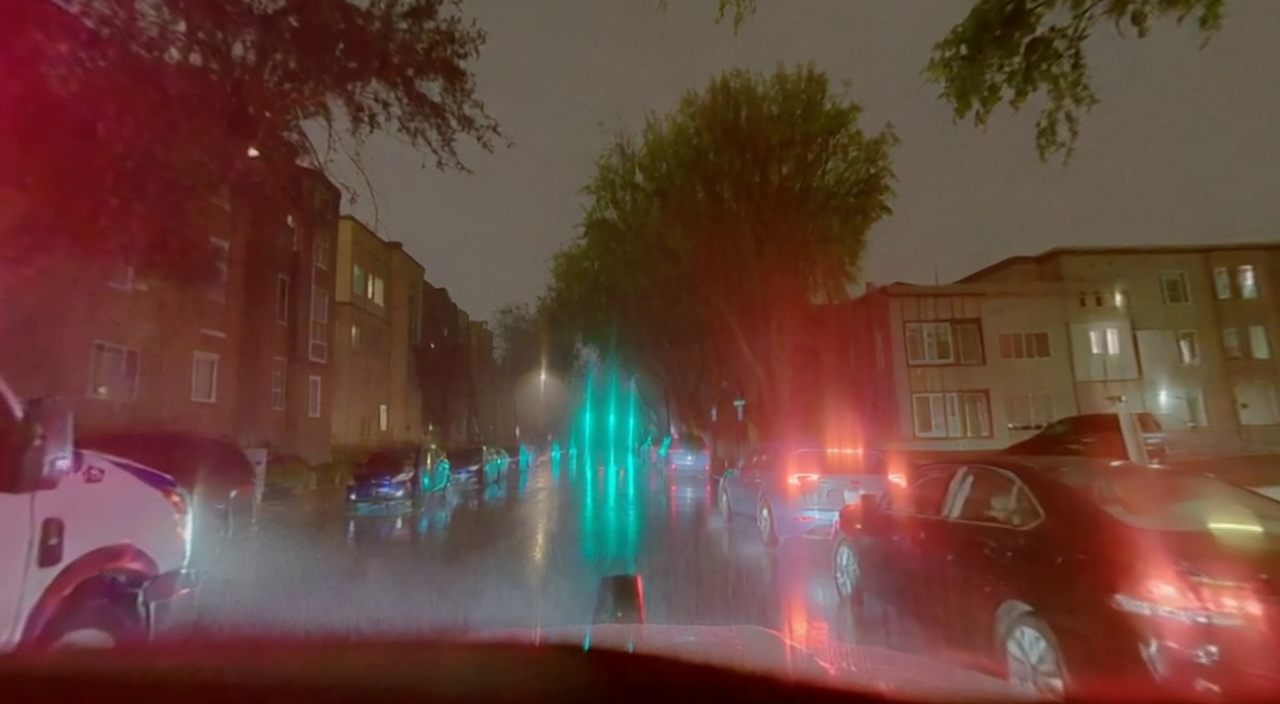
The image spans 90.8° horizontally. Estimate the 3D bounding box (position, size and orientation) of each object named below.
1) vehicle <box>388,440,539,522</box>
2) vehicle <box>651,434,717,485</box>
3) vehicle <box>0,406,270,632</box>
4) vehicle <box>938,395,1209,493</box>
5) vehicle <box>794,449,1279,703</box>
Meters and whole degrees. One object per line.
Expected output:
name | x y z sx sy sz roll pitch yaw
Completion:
vehicle | -3.680 2.749 14.148 1.966 1.515 4.394 0 -8 2
vehicle | 1.501 3.898 23.204 1.878 1.664 4.033 1 -8 -4
vehicle | -6.591 1.636 6.409 2.308 1.877 6.060 -4 -8 -3
vehicle | 9.316 2.037 13.911 4.416 1.784 1.929 -3 -10 -1
vehicle | 2.387 1.262 3.708 1.720 1.333 4.233 0 -8 -3
